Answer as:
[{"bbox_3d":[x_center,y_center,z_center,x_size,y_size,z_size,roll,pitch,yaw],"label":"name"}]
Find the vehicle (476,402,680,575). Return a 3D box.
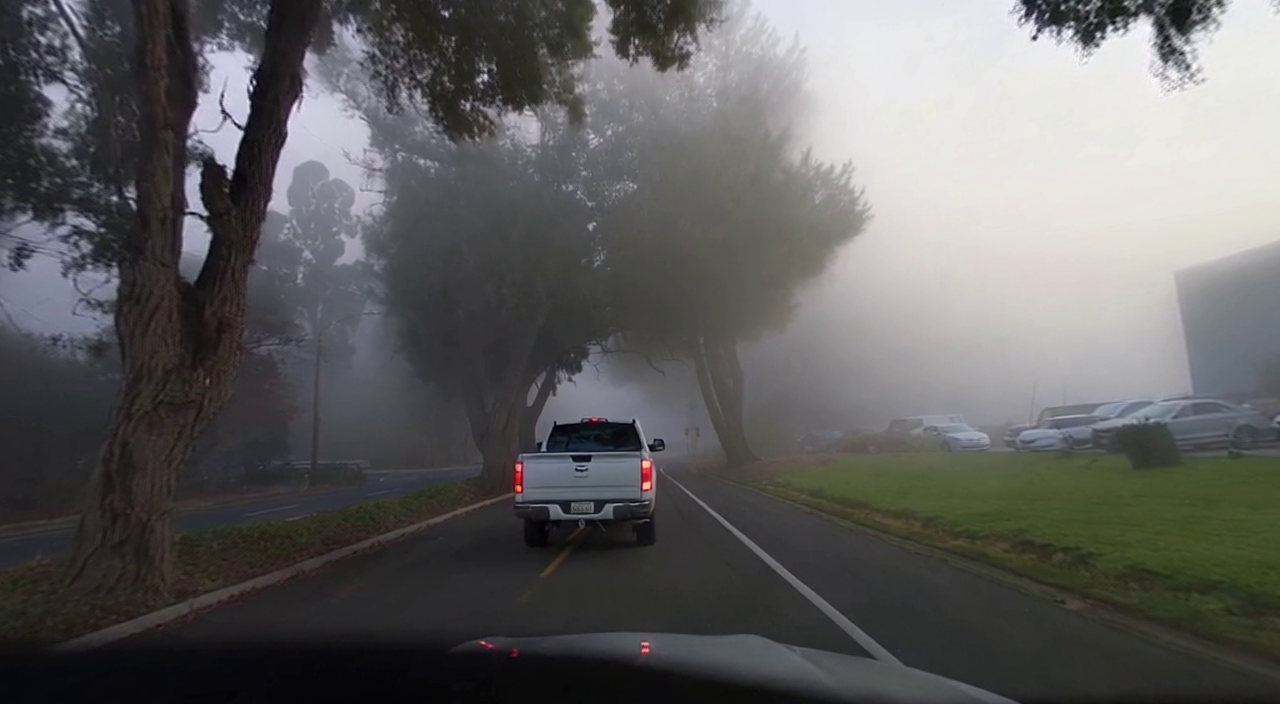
[{"bbox_3d":[-0.607,1.827,9.278,2.157,1.816,5.039,0,-9,1],"label":"vehicle"}]

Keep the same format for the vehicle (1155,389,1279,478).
[{"bbox_3d":[11.890,1.383,10.844,4.298,1.392,1.944,-1,-8,2],"label":"vehicle"}]
